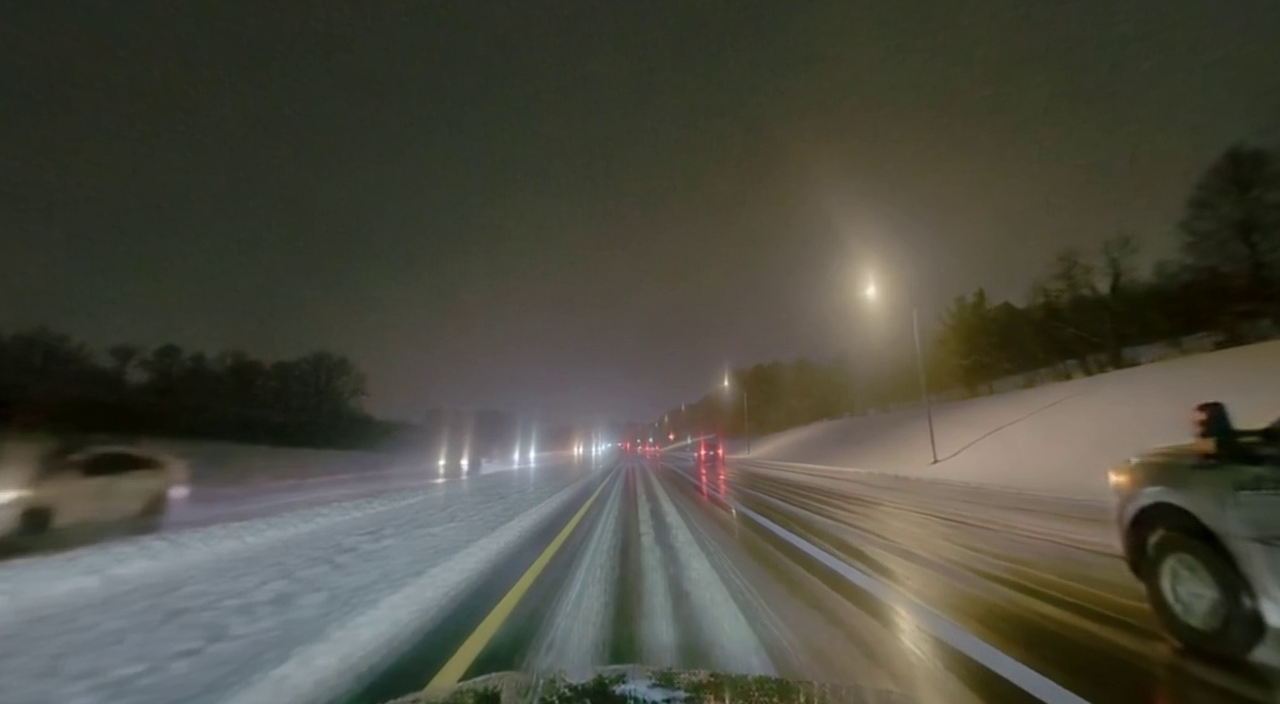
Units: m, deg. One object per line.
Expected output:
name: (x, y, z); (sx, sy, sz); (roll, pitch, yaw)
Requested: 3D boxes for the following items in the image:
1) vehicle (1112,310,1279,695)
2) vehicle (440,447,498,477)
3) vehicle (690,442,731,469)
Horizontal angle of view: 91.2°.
vehicle: (4.284, 0.505, 1.539); (2.177, 1.914, 5.245); (0, -9, 1)
vehicle: (-9.338, 6.013, 34.529); (2.017, 1.518, 4.337); (0, -9, -1)
vehicle: (4.128, 6.140, 37.243); (1.917, 1.488, 3.693); (0, -9, -1)
